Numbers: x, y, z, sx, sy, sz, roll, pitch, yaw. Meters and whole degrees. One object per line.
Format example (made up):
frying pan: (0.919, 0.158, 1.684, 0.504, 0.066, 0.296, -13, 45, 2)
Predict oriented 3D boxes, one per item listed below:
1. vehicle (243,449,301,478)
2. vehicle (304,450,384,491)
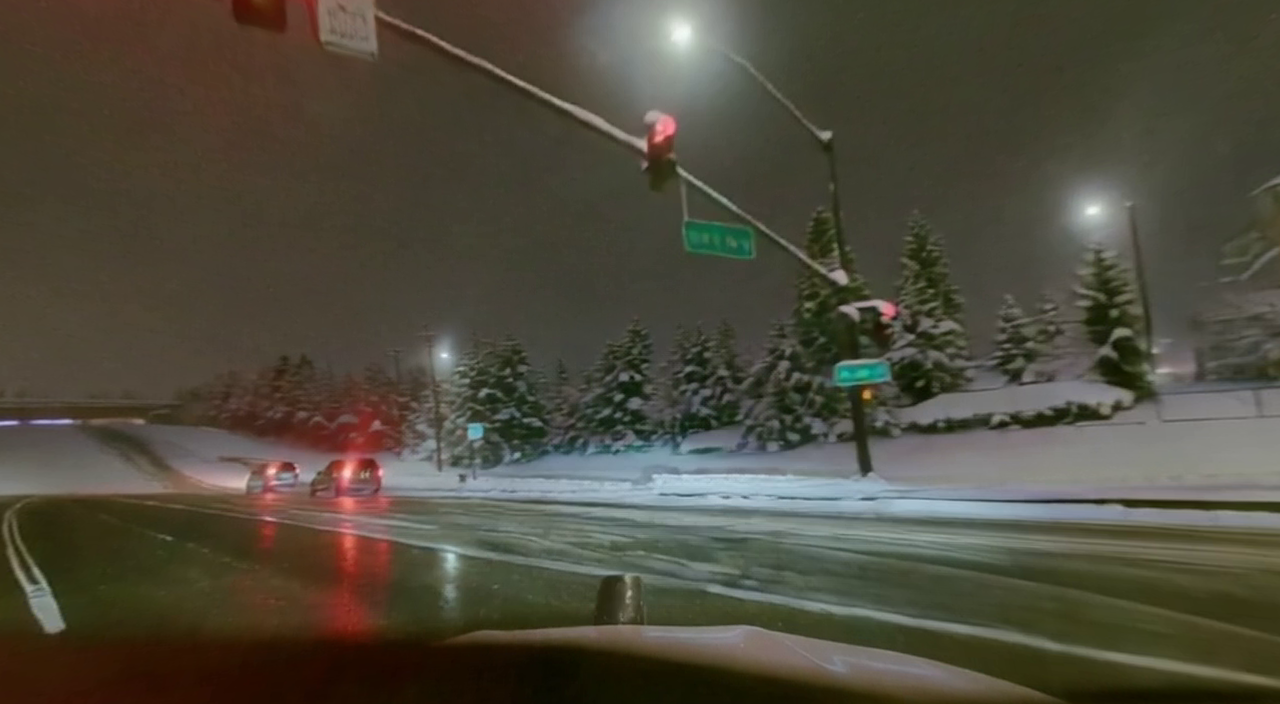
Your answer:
vehicle: (-22.411, 6.745, 38.424, 3.852, 1.605, 2.007, -8, -11, 44)
vehicle: (-12.528, 4.935, 26.635, 2.048, 1.516, 3.874, 6, -11, -39)
